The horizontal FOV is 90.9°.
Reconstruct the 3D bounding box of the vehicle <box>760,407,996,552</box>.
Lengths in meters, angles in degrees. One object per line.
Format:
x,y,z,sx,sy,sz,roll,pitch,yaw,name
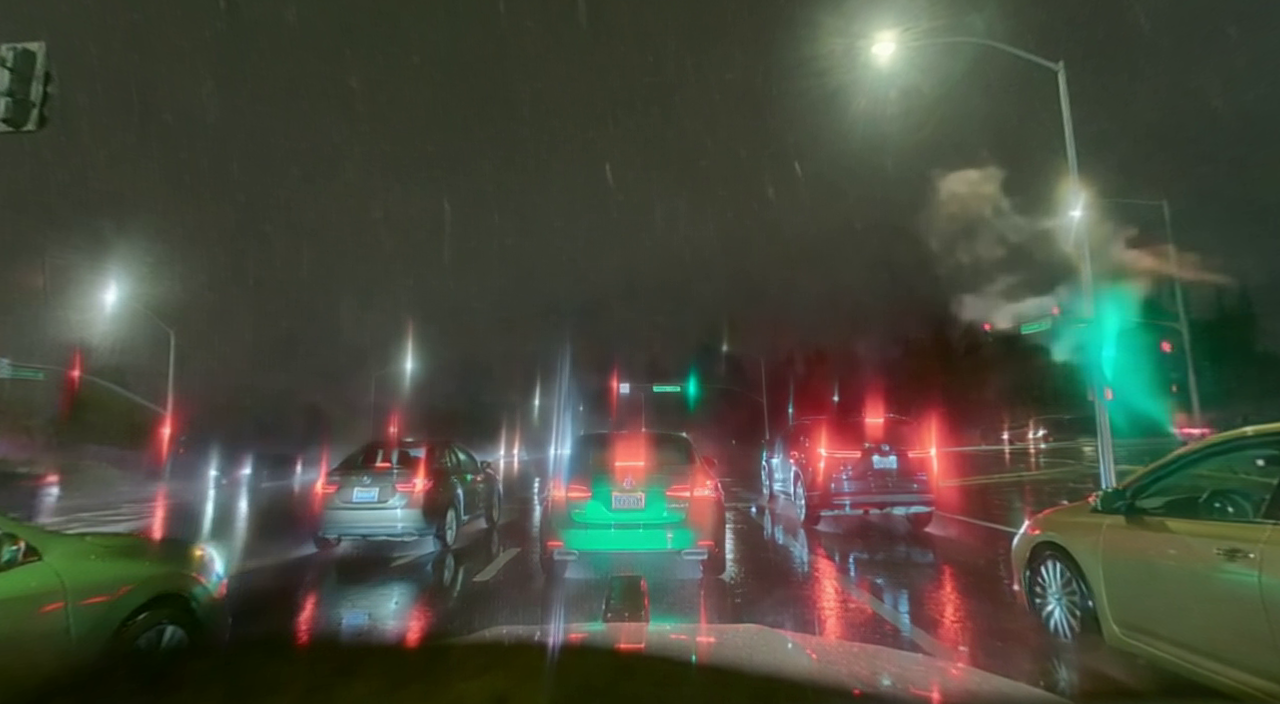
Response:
3.311,1.863,9.837,1.992,1.744,4.183,0,-8,0,vehicle

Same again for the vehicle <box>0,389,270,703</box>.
-3.476,0.845,1.847,2.016,1.547,4.414,0,-8,1,vehicle

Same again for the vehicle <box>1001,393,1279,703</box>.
3.940,0.973,3.105,1.800,1.519,4.198,0,-8,0,vehicle

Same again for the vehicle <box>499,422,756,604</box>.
-0.132,1.656,7.407,2.140,1.499,4.119,0,-8,-1,vehicle

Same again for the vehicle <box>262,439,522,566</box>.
-3.306,2.074,9.554,1.995,1.436,4.373,-1,-8,3,vehicle
